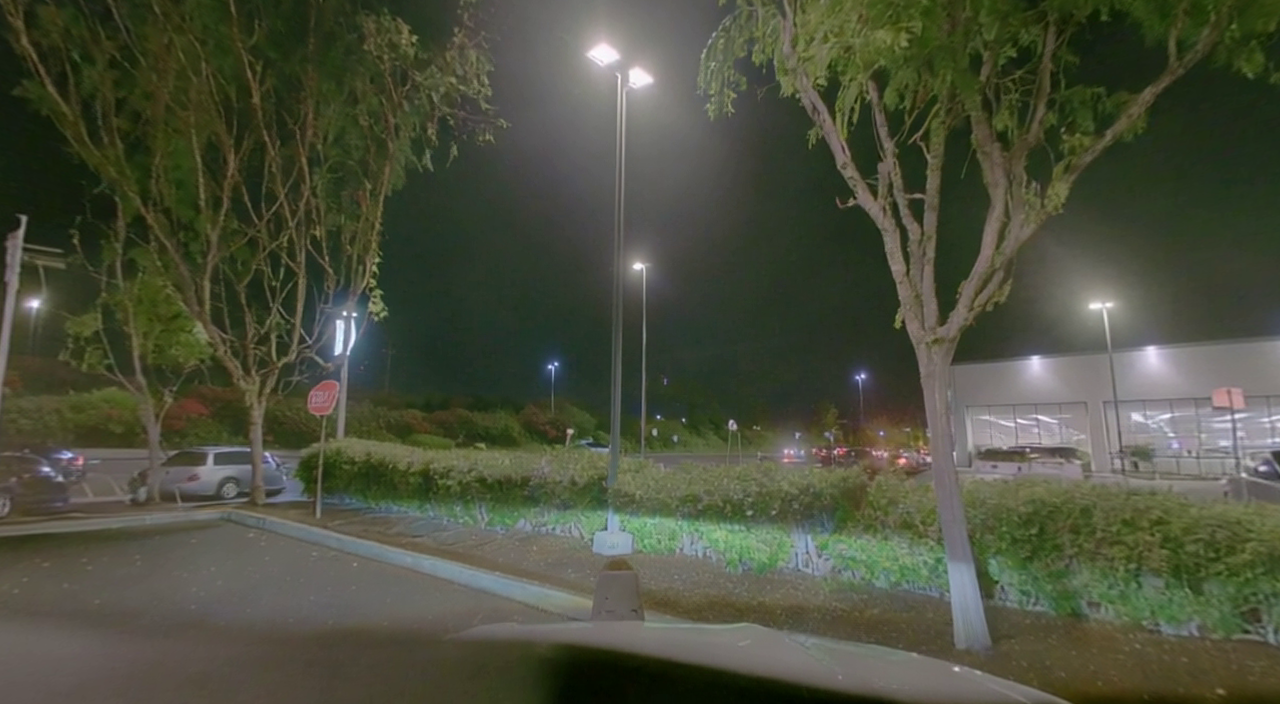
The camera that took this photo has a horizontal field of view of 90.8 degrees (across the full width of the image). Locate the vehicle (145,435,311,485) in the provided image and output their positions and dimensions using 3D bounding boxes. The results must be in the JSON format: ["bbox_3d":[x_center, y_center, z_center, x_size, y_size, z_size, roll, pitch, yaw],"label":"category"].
[{"bbox_3d":[-15.248,3.982,23.598,1.921,1.632,4.752,-8,-12,42],"label":"vehicle"}]

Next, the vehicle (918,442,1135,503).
[{"bbox_3d":[10.645,3.286,17.675,4.772,1.441,1.976,-8,-12,43],"label":"vehicle"}]

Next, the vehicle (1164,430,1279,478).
[{"bbox_3d":[23.365,3.870,24.094,4.939,1.664,2.055,-10,-10,42],"label":"vehicle"}]
